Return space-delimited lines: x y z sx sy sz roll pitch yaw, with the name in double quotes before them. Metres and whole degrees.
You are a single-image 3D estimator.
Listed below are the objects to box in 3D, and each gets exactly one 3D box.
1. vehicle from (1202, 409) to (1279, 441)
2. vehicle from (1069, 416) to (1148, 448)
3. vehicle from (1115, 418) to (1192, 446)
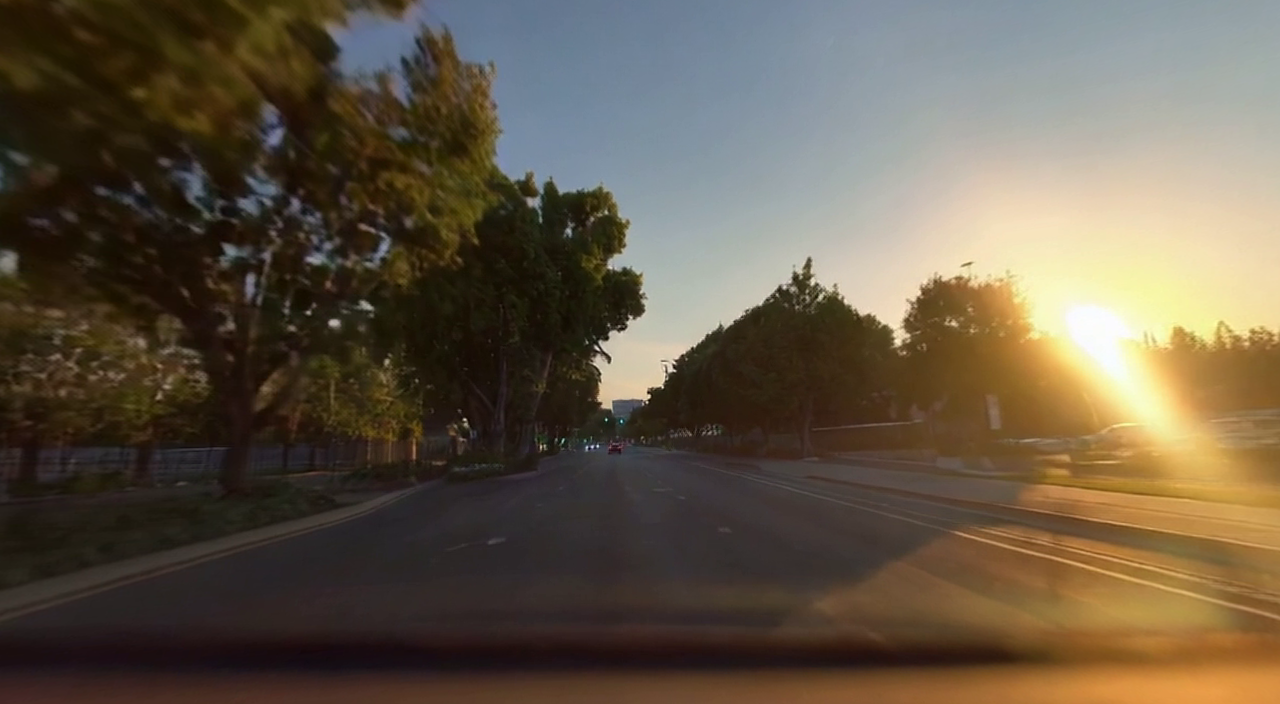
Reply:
"vehicle" 34.743 4.224 36.160 1.875 1.686 4.455 -3 -8 14
"vehicle" 26.121 4.525 35.461 2.055 1.645 4.679 -3 -8 18
"vehicle" 29.243 4.604 36.150 1.736 1.440 3.989 -2 -8 13
